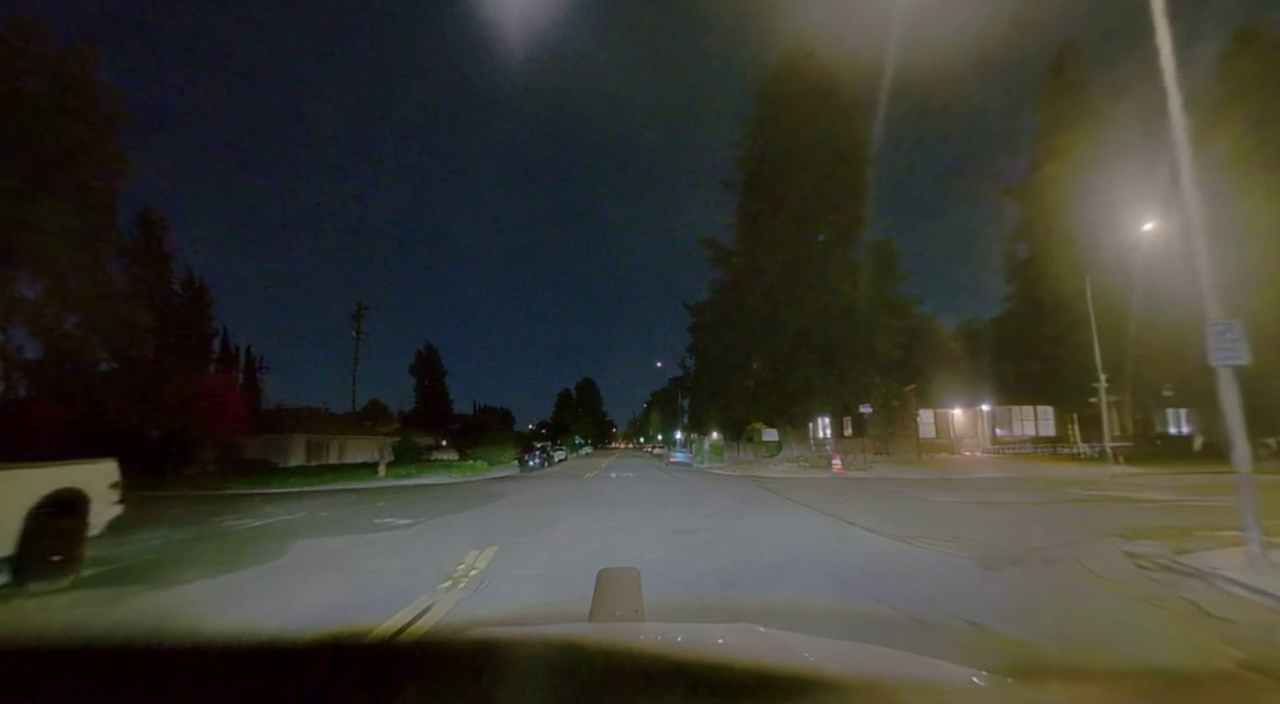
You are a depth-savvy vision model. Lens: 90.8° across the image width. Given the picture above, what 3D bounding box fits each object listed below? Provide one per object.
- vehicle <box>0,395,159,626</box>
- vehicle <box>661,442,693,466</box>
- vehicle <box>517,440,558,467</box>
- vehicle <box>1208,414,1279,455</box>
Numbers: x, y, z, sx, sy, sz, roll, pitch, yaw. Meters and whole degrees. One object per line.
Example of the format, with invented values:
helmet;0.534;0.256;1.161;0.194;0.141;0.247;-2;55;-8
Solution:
vehicle;-6.142;1.255;4.663;2.087;1.835;4.445;-1;-7;-7
vehicle;2.628;7.295;45.482;1.896;1.602;4.571;0;-8;-1
vehicle;-7.697;7.701;47.912;2.266;1.877;5.167;-1;-9;0
vehicle;29.657;3.815;29.307;1.923;1.805;4.876;-1;-6;-1
